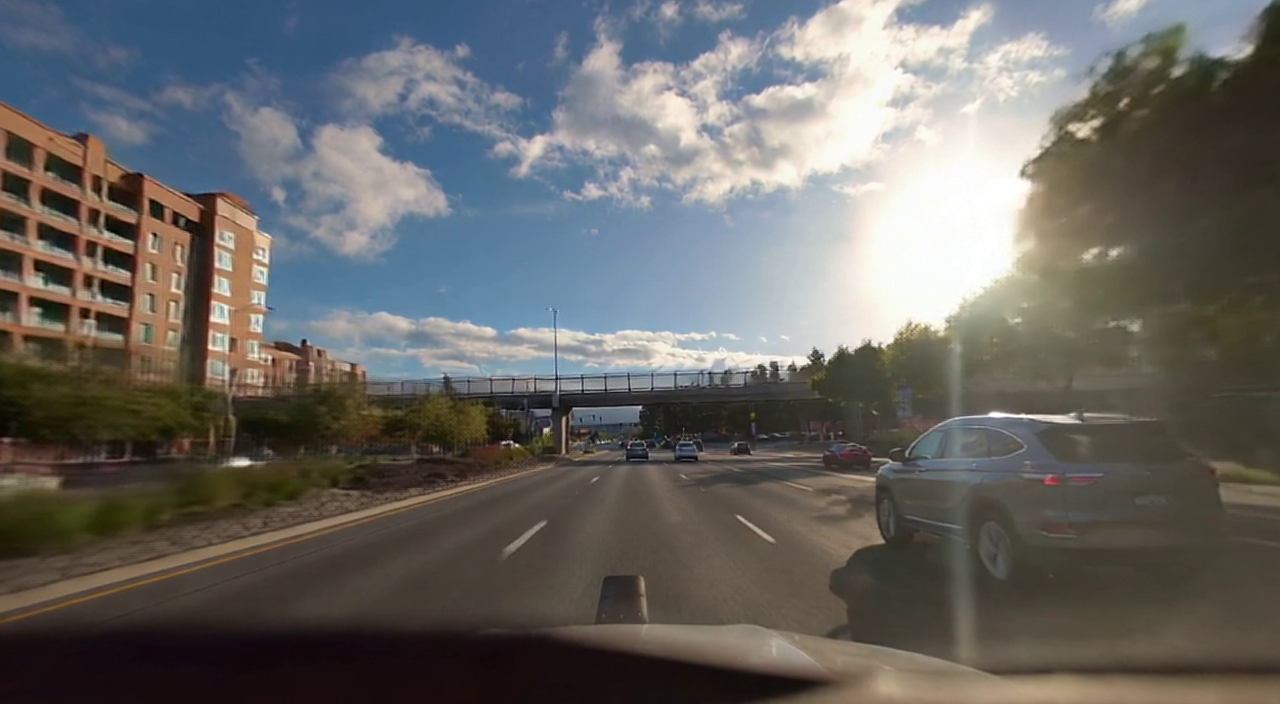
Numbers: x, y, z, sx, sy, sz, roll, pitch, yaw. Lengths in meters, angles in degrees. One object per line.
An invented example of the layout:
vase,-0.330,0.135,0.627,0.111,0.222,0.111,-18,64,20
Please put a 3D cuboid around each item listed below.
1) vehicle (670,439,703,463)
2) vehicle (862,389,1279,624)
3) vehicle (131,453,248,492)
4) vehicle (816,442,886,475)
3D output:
vehicle,3.458,7.465,47.621,2.165,1.708,3.928,0,-8,0
vehicle,4.399,1.494,7.109,2.130,1.741,4.665,0,-8,1
vehicle,-18.768,5.012,26.606,1.883,1.409,4.366,-1,-9,-3
vehicle,10.168,5.130,30.733,1.888,1.468,4.175,0,-8,-1
